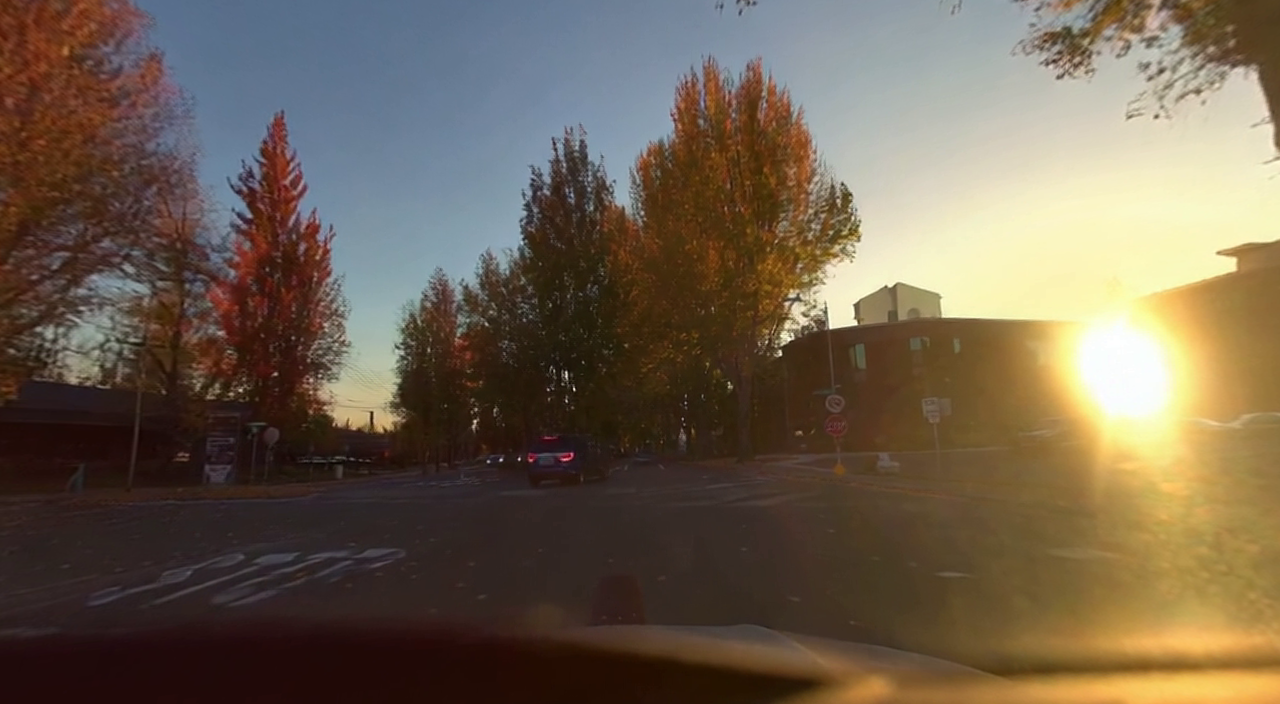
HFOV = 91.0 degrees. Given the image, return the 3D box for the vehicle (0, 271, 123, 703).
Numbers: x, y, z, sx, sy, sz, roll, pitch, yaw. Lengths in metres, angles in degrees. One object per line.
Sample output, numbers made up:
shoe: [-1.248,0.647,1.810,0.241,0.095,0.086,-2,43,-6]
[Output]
vehicle: [-3.568,0.425,0.645,2.145,2.038,4.656,0,-9,-2]

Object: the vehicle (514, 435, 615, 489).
vehicle: [-3.012,4.595,26.769,2.284,2.012,5.607,-2,-9,15]
